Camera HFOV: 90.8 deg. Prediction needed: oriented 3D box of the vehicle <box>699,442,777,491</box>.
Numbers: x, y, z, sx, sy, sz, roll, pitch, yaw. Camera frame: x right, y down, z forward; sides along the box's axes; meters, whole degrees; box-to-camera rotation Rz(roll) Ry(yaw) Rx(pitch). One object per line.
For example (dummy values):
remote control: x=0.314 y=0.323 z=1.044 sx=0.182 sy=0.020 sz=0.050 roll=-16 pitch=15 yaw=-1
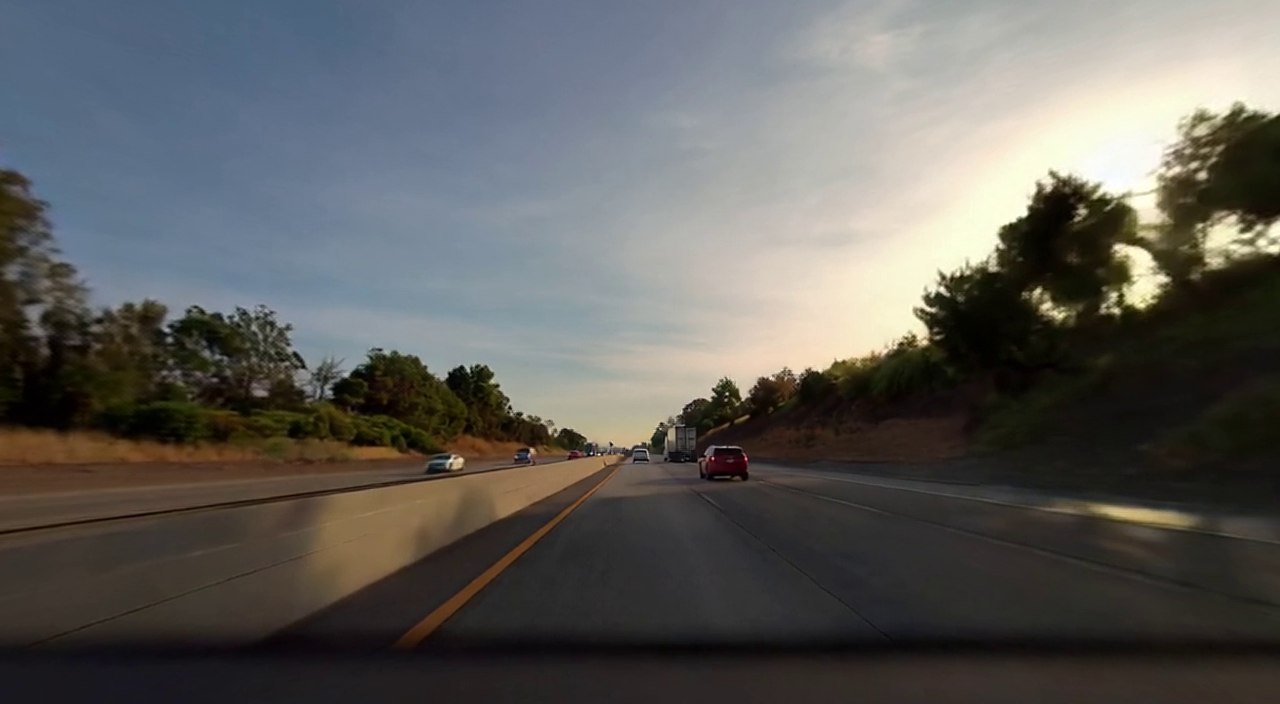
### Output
vehicle: x=3.633 y=4.336 z=24.204 sx=2.130 sy=1.658 sz=4.537 roll=0 pitch=-9 yaw=-2
